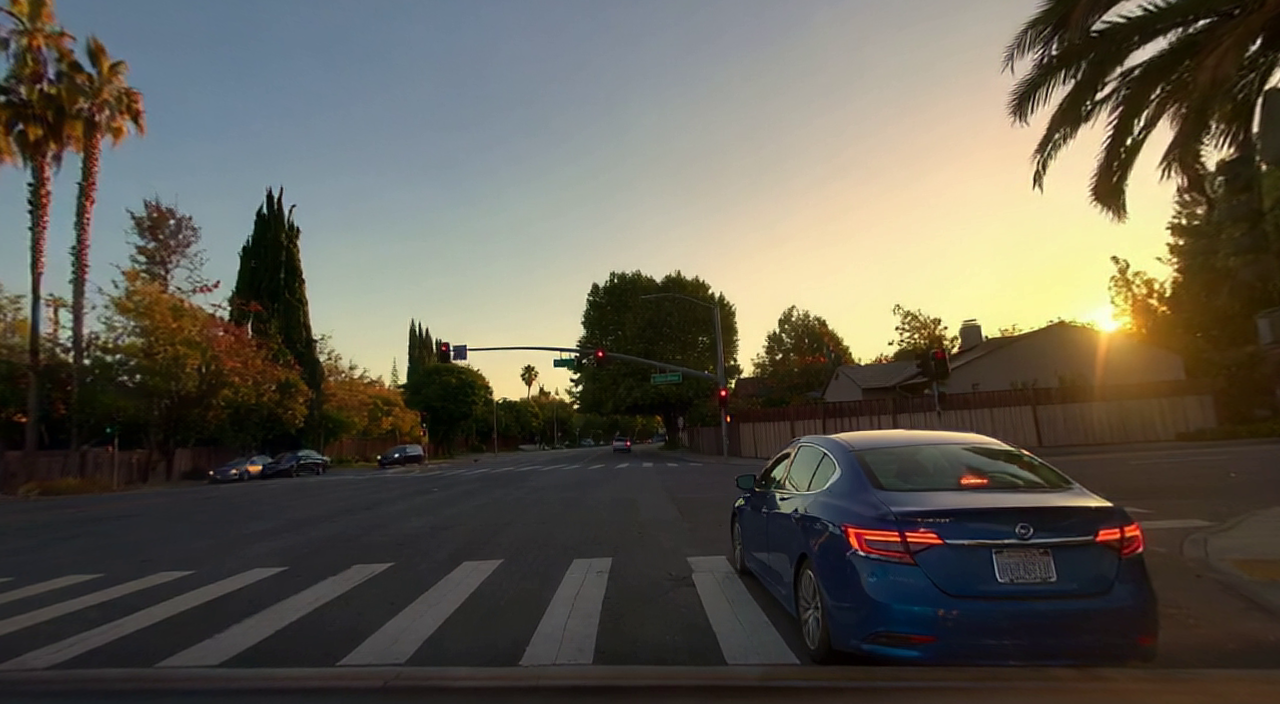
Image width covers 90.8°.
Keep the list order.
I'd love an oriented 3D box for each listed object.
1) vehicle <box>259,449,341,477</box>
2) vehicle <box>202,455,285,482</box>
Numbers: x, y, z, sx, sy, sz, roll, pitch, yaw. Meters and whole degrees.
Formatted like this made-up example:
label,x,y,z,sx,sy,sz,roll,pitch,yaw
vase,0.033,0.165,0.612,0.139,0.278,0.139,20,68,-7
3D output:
label,x,y,z,sx,sy,sz,roll,pitch,yaw
vehicle,-20.028,6.524,37.512,2.084,1.528,4.778,0,-9,1
vehicle,-24.112,7.075,38.642,2.019,1.427,4.630,-1,-9,2
